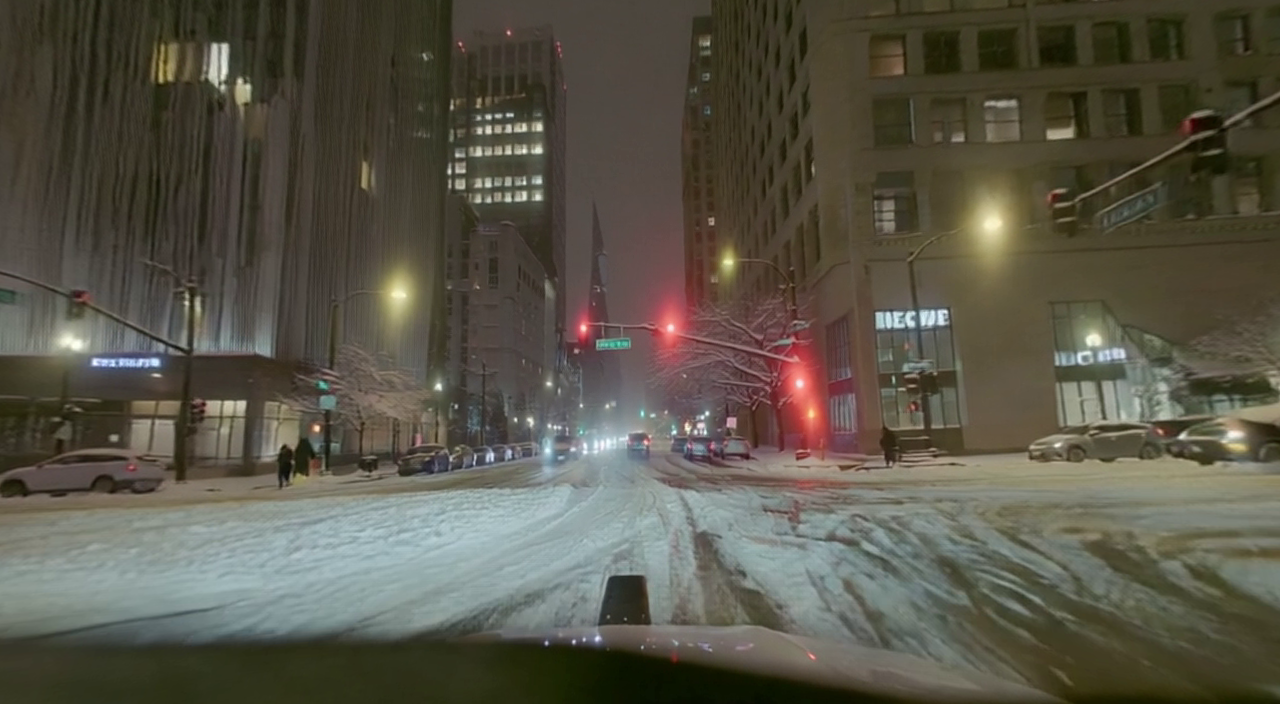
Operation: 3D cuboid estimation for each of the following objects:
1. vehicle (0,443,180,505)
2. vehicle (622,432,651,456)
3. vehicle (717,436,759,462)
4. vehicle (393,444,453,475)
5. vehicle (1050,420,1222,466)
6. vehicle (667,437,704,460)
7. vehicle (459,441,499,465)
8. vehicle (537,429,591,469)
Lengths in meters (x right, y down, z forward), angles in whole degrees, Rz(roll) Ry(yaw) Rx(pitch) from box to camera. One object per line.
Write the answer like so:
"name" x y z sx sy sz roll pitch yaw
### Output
"vehicle" -21.588 4.721 24.653 5.283 1.959 2.453 -3 -7 -1
"vehicle" -0.253 7.241 49.815 2.165 1.749 4.078 0 -8 0
"vehicle" 6.023 5.990 39.331 1.882 1.479 4.652 1 -8 0
"vehicle" -12.710 6.280 37.221 2.118 1.644 4.188 0 -8 -1
"vehicle" 17.078 3.163 21.885 4.293 1.495 1.935 0 -8 0
"vehicle" 2.719 5.912 38.768 1.919 1.371 3.583 0 -8 -2
"vehicle" -12.297 7.686 48.388 1.854 1.727 4.426 0 -8 1
"vehicle" -3.870 5.042 32.943 2.176 1.804 4.740 -3 -8 0
